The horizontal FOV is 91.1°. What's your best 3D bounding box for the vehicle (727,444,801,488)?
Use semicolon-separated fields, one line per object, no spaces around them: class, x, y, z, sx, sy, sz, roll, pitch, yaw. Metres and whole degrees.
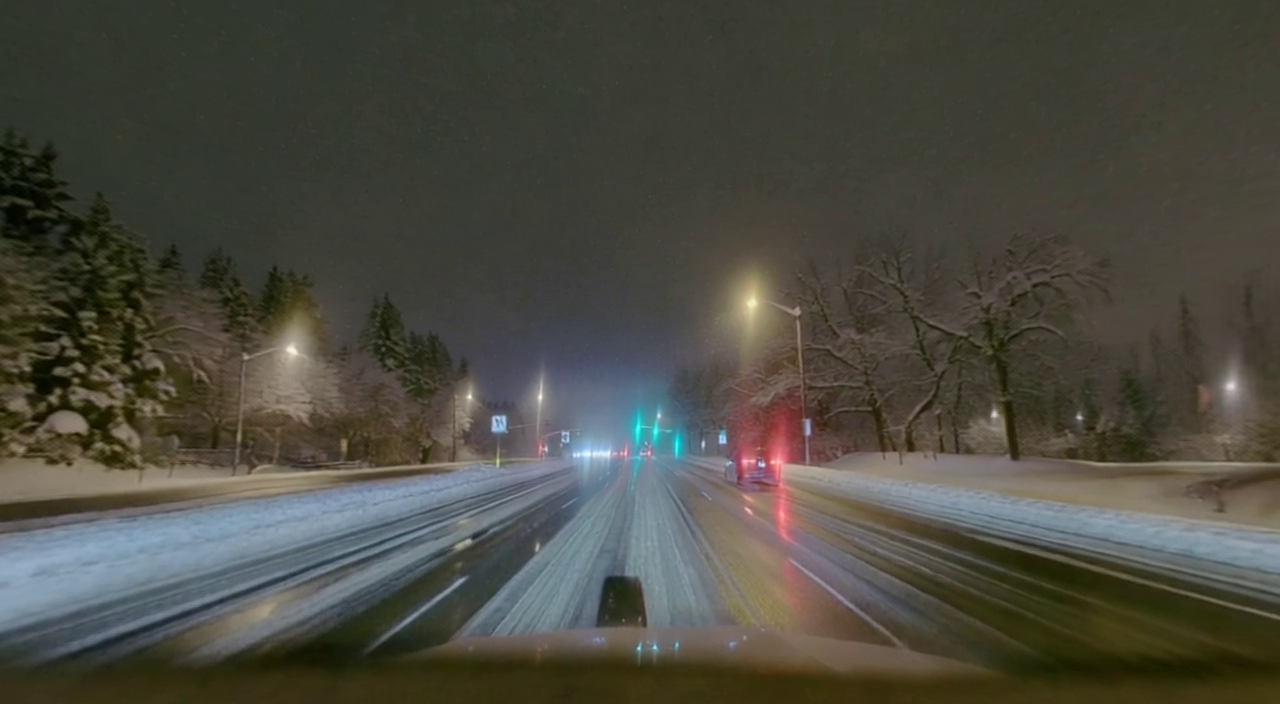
vehicle;4.663;4.321;24.250;1.913;1.516;4.322;0;-8;-1
